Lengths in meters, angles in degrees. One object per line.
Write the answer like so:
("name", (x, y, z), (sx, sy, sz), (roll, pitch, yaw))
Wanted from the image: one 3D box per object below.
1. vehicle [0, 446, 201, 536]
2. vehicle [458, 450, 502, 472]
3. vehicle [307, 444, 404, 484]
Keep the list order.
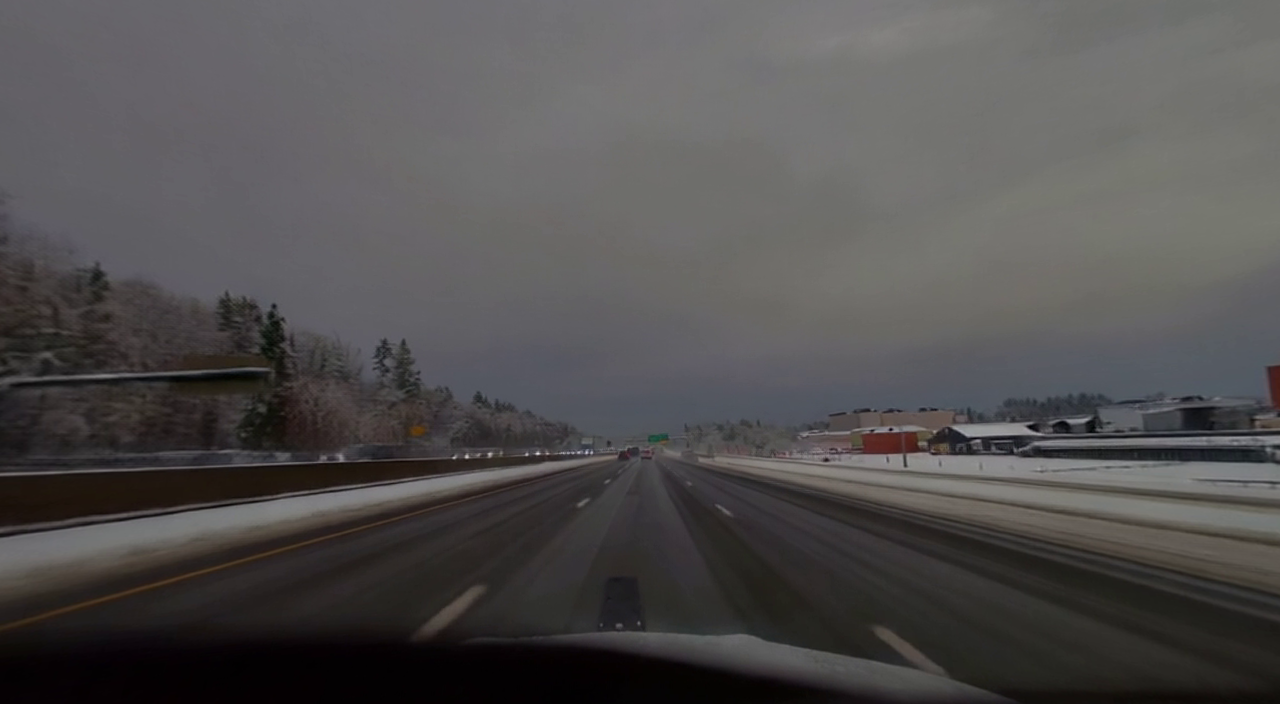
("vehicle", (-11.156, 2.585, 12.332), (1.920, 1.428, 4.416), (0, -9, 0))
("vehicle", (-11.211, 7.650, 44.338), (1.894, 1.437, 4.443), (0, -9, 1))
("vehicle", (-11.934, 4.707, 26.783), (2.035, 1.512, 4.336), (0, -9, 1))
